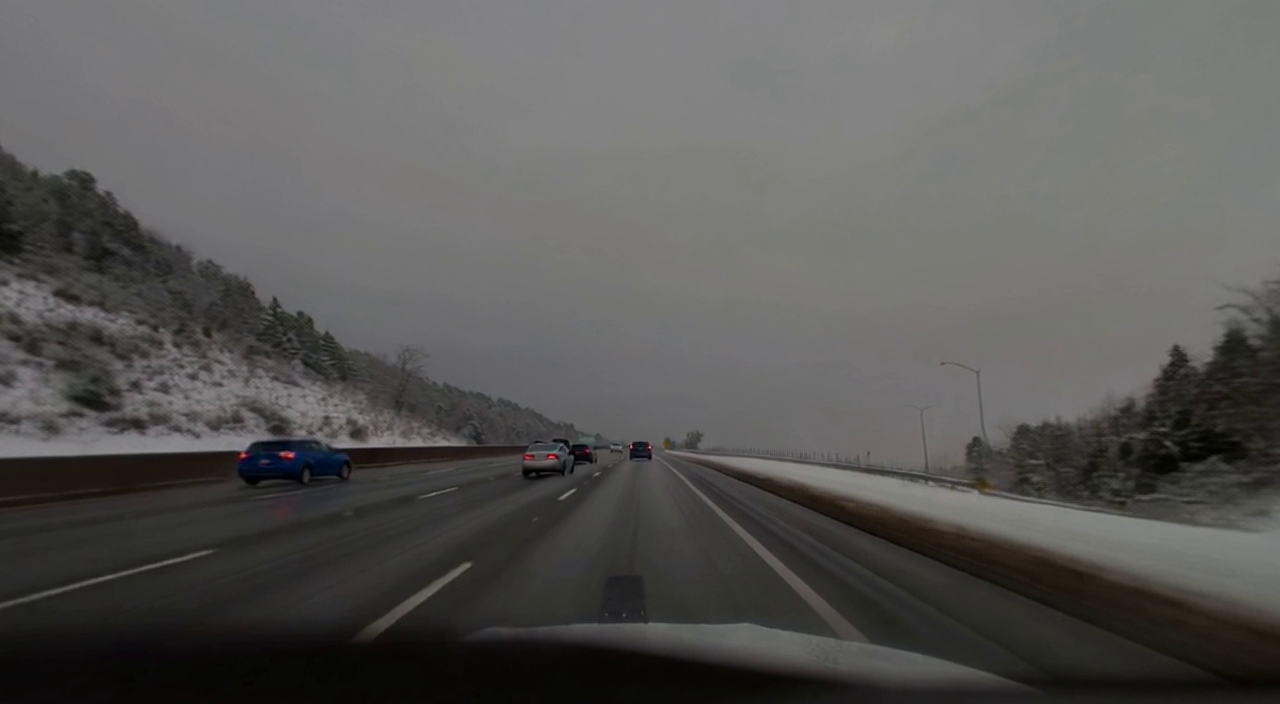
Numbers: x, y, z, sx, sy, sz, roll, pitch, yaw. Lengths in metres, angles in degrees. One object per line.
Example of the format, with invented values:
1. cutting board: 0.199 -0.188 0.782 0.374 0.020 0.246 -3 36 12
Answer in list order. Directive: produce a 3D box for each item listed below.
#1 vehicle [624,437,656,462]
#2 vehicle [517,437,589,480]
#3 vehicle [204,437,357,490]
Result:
1. vehicle: 0.016 6.990 45.291 2.138 1.674 4.044 0 -8 0
2. vehicle: -3.317 4.152 24.923 2.080 1.505 4.649 -1 -8 1
3. vehicle: -11.234 3.496 20.250 1.945 1.466 4.947 -1 -8 1
